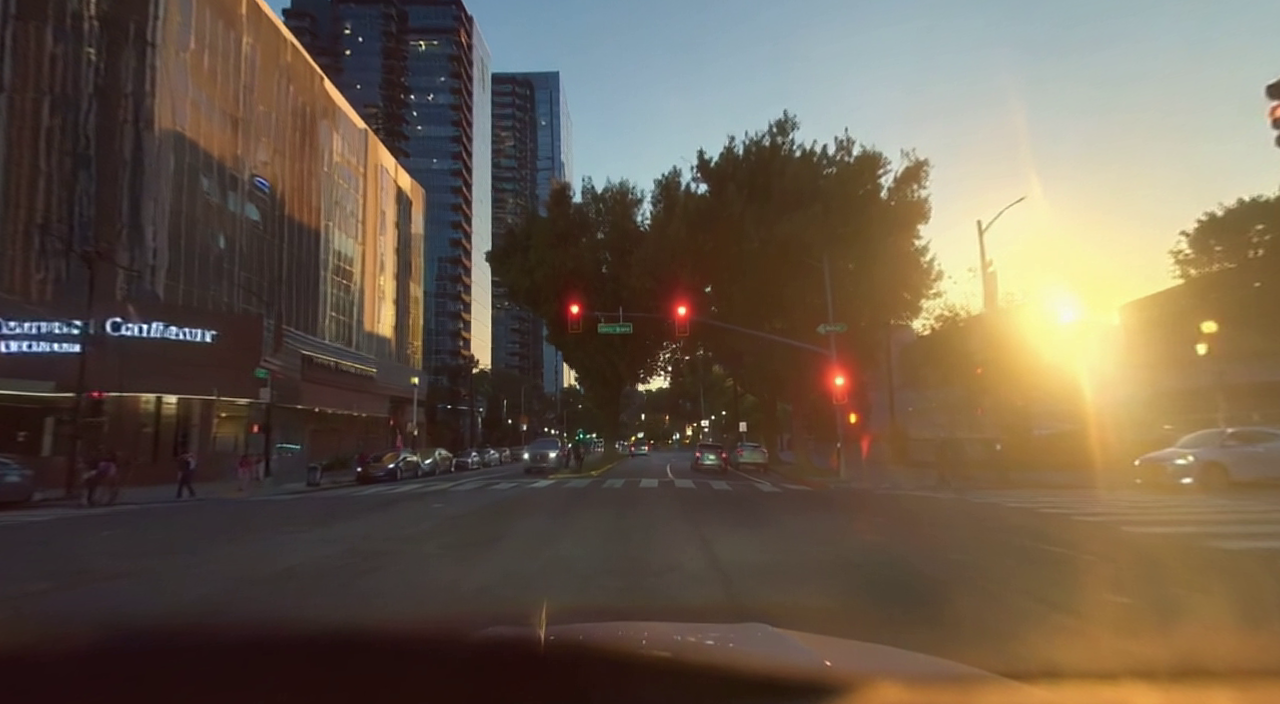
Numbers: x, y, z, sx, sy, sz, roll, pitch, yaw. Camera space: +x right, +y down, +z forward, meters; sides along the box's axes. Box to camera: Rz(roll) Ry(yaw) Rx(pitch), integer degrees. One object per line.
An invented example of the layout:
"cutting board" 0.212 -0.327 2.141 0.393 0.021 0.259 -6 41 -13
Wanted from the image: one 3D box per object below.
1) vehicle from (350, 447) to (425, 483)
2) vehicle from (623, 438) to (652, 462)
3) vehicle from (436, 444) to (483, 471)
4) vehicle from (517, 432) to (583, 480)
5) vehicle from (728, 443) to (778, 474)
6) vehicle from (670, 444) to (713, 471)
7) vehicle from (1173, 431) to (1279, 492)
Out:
"vehicle" -12.700 5.693 32.044 2.118 1.644 4.188 0 -8 -1
"vehicle" -0.208 7.585 49.061 2.165 1.749 4.078 0 -8 0
"vehicle" -12.269 7.210 43.191 1.854 1.727 4.426 0 -8 1
"vehicle" -3.859 4.533 27.787 2.176 1.804 4.740 -2 -8 0
"vehicle" 6.029 5.684 34.068 1.882 1.479 4.652 2 -8 0
"vehicle" 2.754 5.686 34.310 1.919 1.371 3.583 0 -8 -2
"vehicle" 17.119 2.853 16.605 4.293 1.495 1.935 0 -8 1
